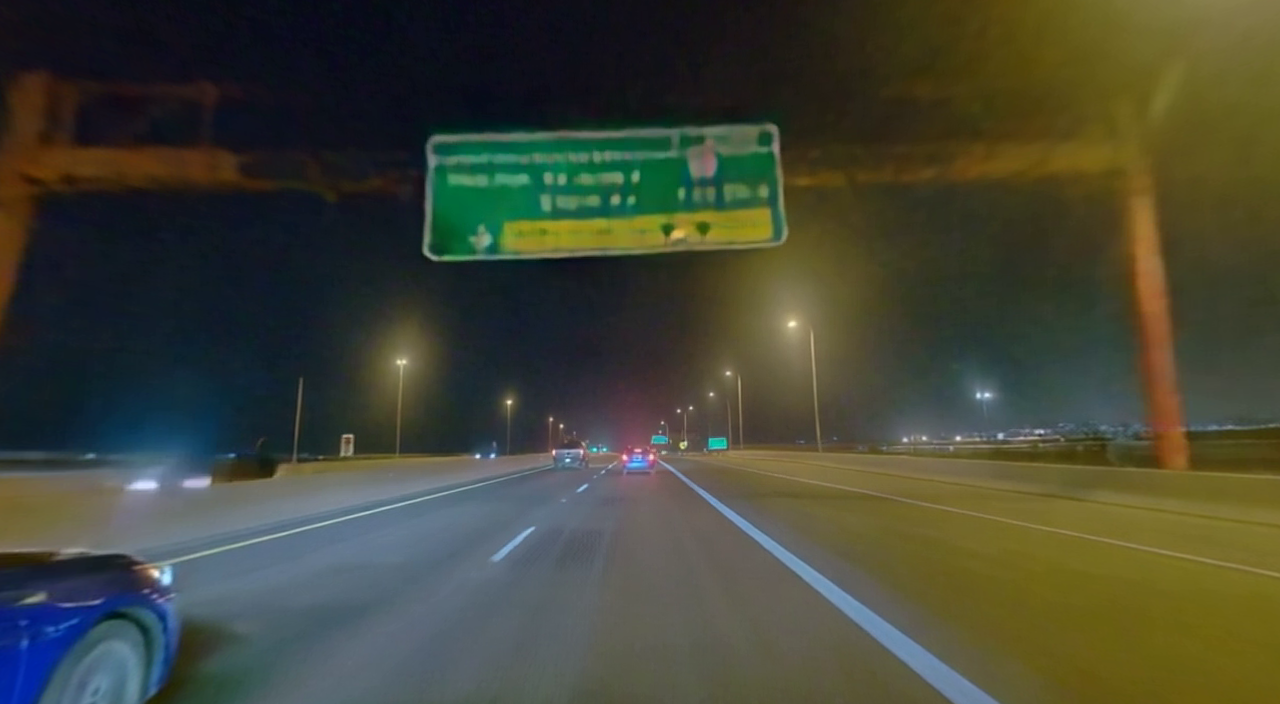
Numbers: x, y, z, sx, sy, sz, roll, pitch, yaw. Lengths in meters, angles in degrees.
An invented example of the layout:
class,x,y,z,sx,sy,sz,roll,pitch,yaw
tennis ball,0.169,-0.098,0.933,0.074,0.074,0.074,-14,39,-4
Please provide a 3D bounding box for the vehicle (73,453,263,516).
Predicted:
class,x,y,z,sx,sy,sz,roll,pitch,yaw
vehicle,-13.284,3.711,18.157,2.059,1.512,4.244,0,-9,2

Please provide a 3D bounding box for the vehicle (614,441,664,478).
class,x,y,z,sx,sy,sz,roll,pitch,yaw
vehicle,-0.018,4.856,28.688,2.086,1.548,4.325,0,-9,1

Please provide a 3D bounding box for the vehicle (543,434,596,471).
class,x,y,z,sx,sy,sz,roll,pitch,yaw
vehicle,-3.725,5.462,34.323,2.264,1.901,4.647,0,-9,1
